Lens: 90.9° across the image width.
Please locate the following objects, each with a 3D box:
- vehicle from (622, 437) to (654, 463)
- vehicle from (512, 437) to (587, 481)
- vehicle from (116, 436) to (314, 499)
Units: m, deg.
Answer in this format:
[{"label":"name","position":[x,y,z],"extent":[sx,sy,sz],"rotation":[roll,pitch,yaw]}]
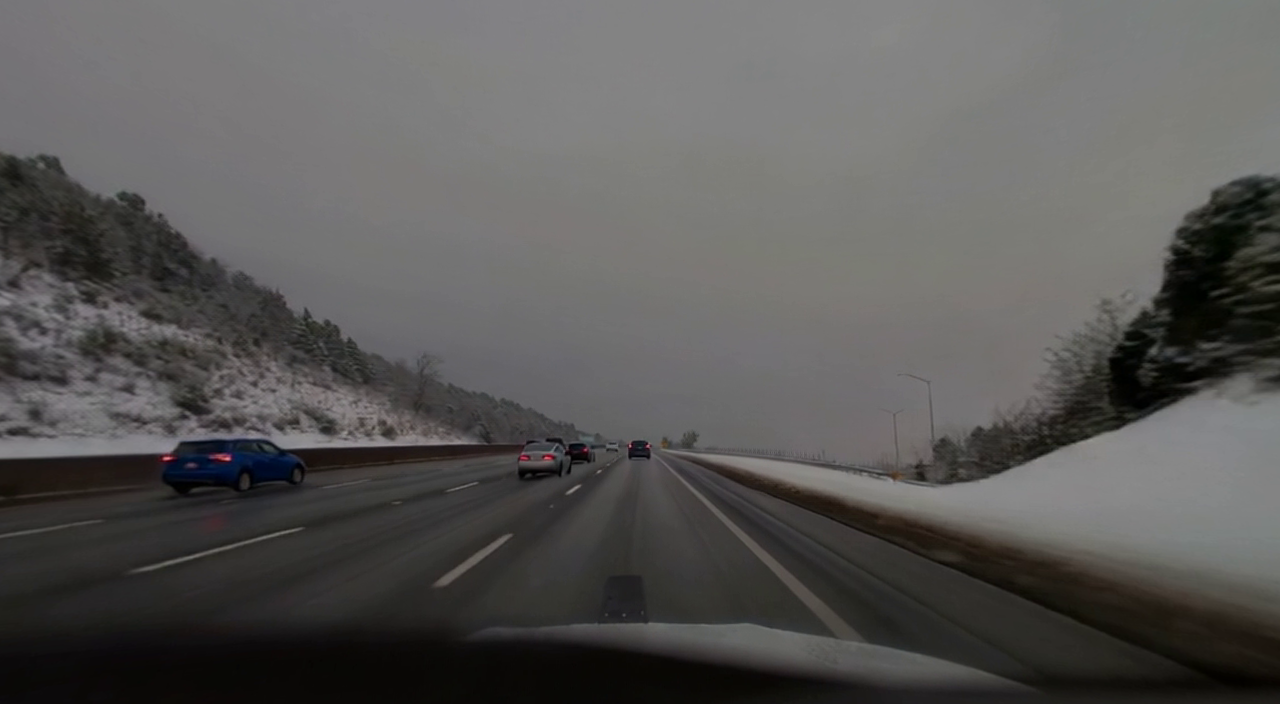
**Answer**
[{"label":"vehicle","position":[-0.120,6.910,44.602],"extent":[2.138,1.674,4.044],"rotation":[0,-8,0]},{"label":"vehicle","position":[-3.362,4.089,24.402],"extent":[2.080,1.505,4.649],"rotation":[-1,-8,1]},{"label":"vehicle","position":[-11.303,3.085,17.343],"extent":[1.945,1.466,4.947],"rotation":[0,-8,1]}]
